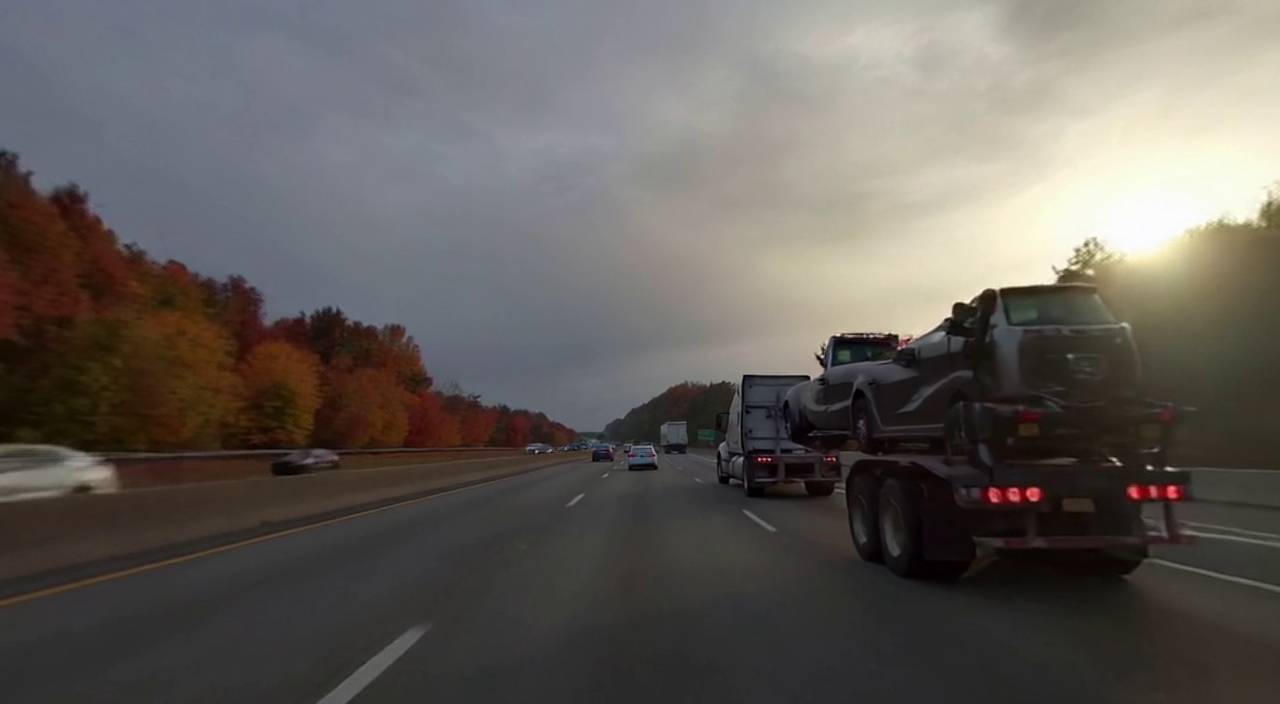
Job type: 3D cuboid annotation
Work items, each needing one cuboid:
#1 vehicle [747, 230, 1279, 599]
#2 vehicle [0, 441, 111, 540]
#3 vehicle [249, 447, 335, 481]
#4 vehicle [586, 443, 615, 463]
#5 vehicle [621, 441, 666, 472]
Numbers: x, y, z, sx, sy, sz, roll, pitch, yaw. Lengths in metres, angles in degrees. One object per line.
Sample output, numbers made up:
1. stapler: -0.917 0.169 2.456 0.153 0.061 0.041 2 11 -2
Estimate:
1. vehicle: 4.789 1.432 12.067 3.150 3.257 13.098 0 -8 0
2. vehicle: -10.707 2.075 9.359 1.955 1.488 4.226 0 -8 1
3. vehicle: -18.049 5.812 32.912 1.917 1.619 4.369 0 -8 1
4. vehicle: -2.917 7.550 47.266 1.928 1.464 3.706 0 -8 1
5. vehicle: 0.174 5.316 32.349 2.152 1.484 4.211 0 -8 1
